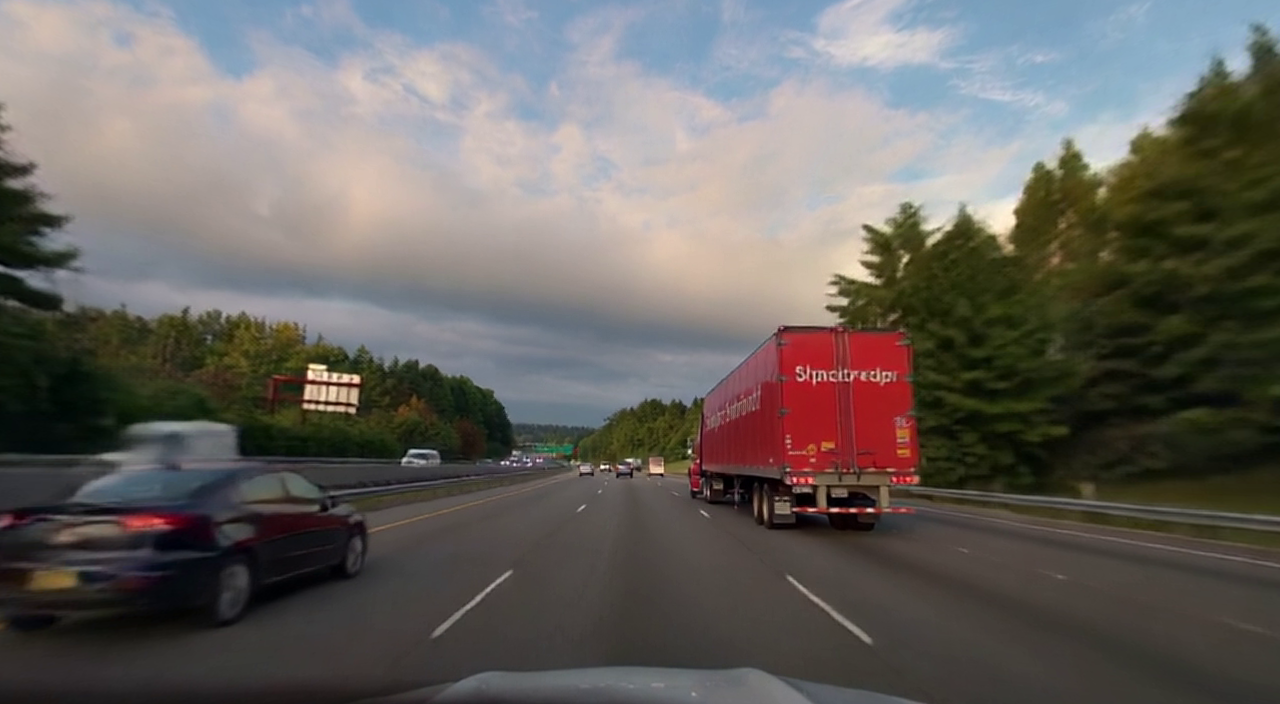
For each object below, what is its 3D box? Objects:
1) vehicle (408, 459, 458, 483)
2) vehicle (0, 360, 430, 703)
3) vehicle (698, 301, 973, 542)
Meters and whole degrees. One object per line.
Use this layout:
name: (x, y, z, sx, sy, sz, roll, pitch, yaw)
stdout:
vehicle: (-13.785, 7.964, 42.212, 1.863, 1.466, 4.421, 1, -10, -1)
vehicle: (-3.571, 1.323, 5.166, 2.070, 1.775, 4.646, 1, -10, 0)
vehicle: (4.096, 2.444, 18.262, 2.992, 4.300, 13.967, 1, -10, -2)
